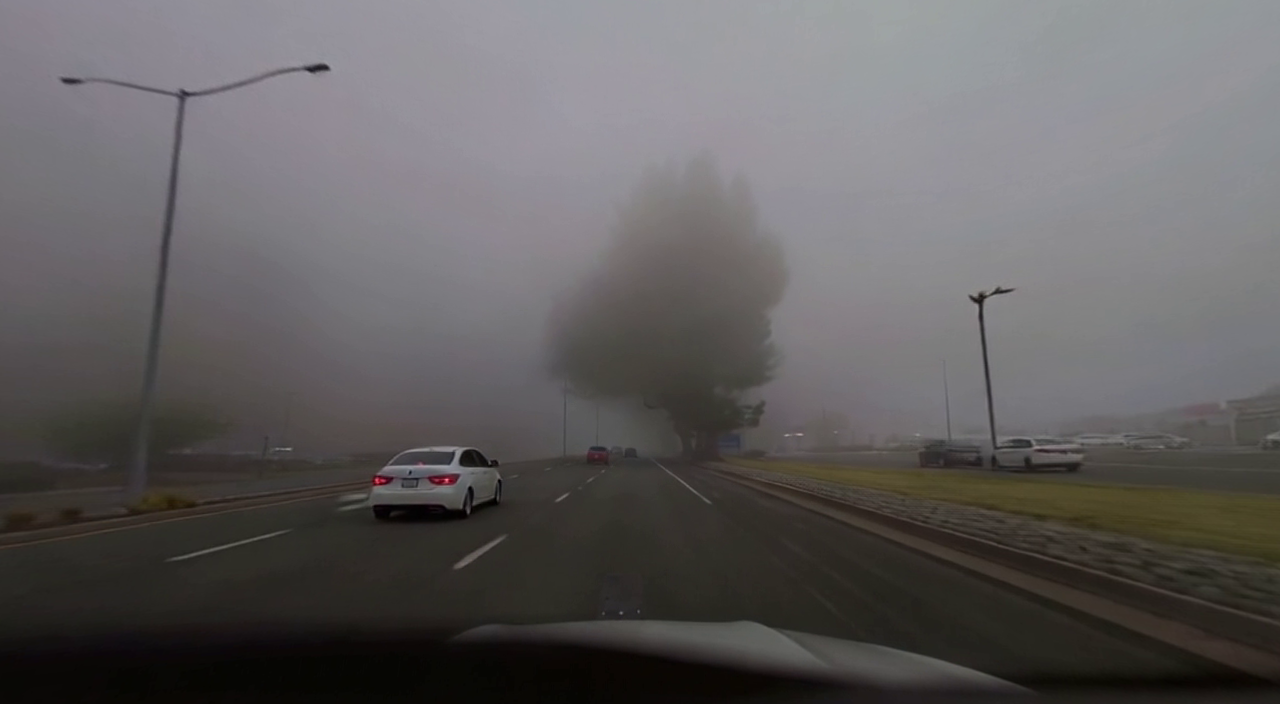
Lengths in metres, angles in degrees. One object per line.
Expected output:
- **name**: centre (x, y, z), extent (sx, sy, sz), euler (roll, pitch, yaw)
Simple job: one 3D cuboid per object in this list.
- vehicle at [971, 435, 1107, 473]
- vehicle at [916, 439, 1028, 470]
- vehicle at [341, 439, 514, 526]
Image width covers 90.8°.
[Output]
- **vehicle**: centre (16.102, 4.141, 25.672), extent (4.197, 1.466, 1.930), euler (0, -9, -2)
- **vehicle**: centre (16.332, 5.063, 31.246), extent (4.429, 1.459, 1.967), euler (0, -9, 1)
- **vehicle**: centre (-4.085, 2.571, 13.073), extent (2.003, 1.454, 4.484), euler (0, -9, 0)
